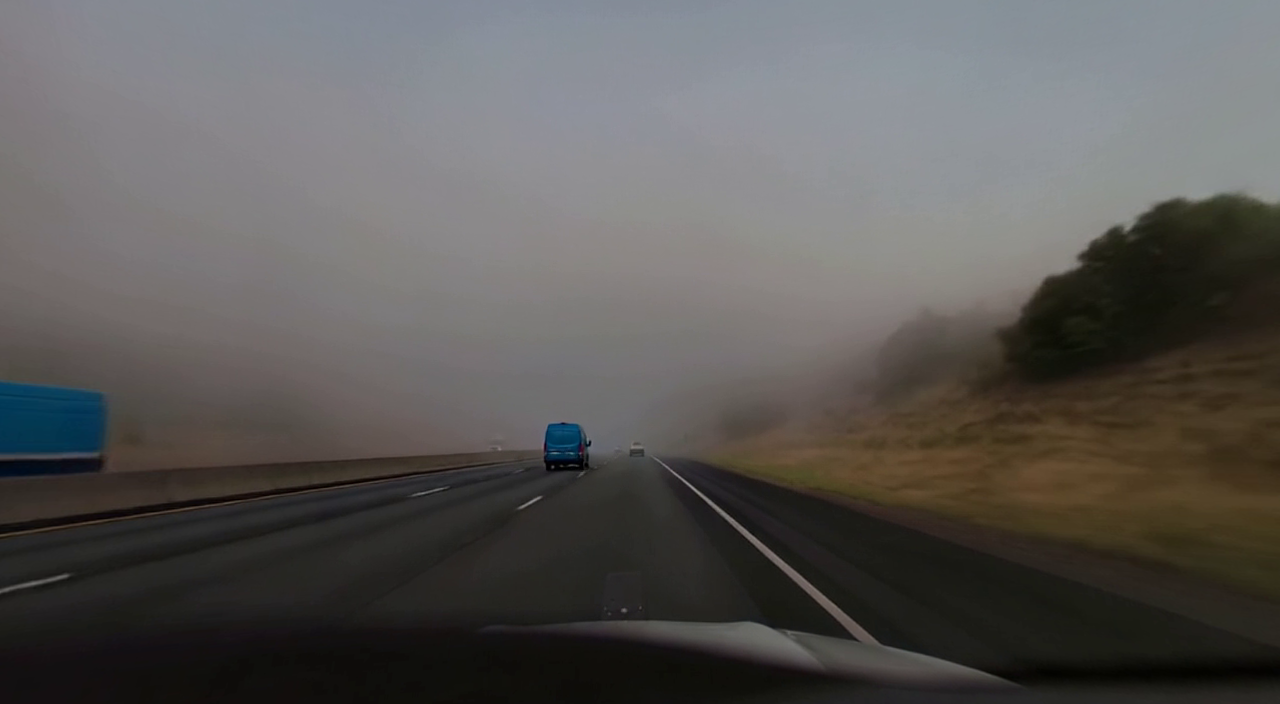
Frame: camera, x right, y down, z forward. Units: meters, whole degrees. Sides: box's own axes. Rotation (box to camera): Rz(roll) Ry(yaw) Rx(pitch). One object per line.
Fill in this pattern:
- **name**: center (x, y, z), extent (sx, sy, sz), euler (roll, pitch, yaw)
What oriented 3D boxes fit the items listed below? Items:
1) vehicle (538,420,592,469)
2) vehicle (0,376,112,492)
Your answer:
- **vehicle**: center (-4.075, 5.154, 35.160), extent (2.329, 2.483, 5.428), euler (0, -8, 0)
- **vehicle**: center (-23.859, 2.502, 19.417), extent (2.914, 4.020, 14.107), euler (0, -8, 0)
